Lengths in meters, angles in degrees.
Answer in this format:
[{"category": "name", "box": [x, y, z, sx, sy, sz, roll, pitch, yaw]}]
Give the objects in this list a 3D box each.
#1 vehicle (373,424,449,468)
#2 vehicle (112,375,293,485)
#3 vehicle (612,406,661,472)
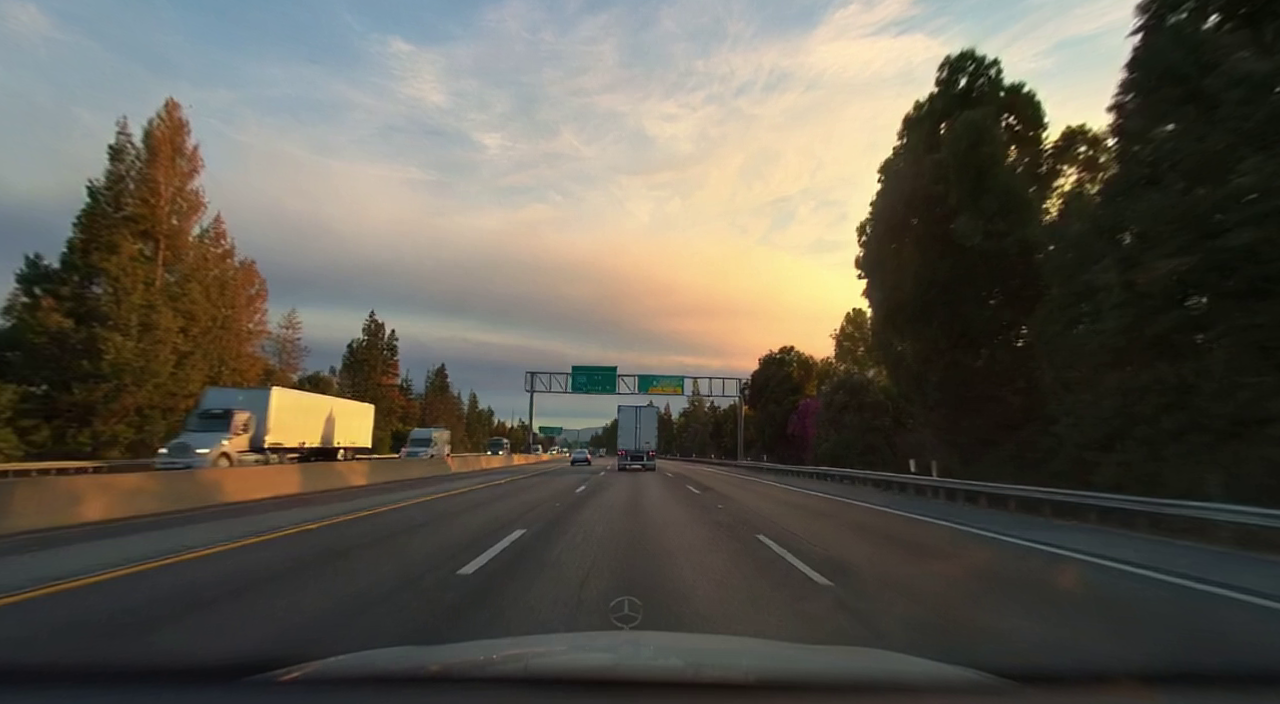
[{"category": "vehicle", "box": [-13.850, 5.795, 38.580, 2.459, 2.466, 5.747, 0, -9, 0]}, {"category": "vehicle", "box": [-17.498, 3.265, 25.855, 3.026, 3.995, 5.831, 0, -9, 0]}, {"category": "vehicle", "box": [-0.310, 6.065, 43.411, 2.962, 3.953, 10.696, 0, -9, -1]}]
